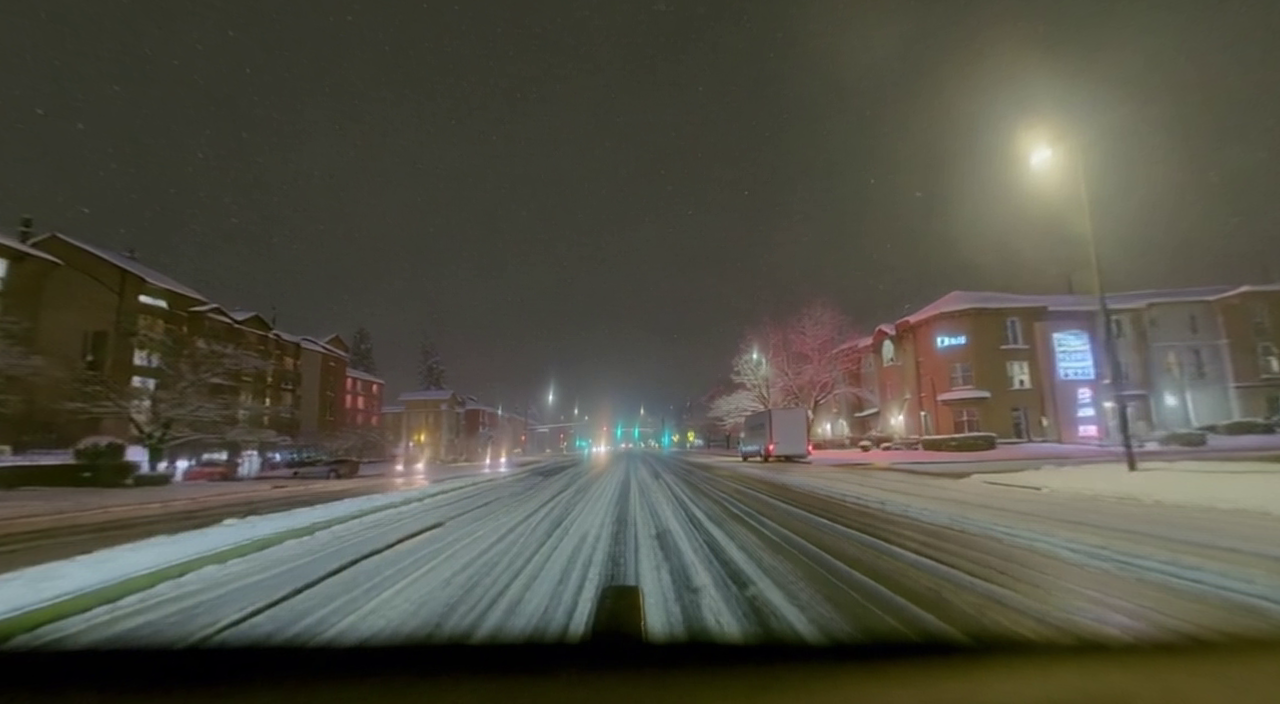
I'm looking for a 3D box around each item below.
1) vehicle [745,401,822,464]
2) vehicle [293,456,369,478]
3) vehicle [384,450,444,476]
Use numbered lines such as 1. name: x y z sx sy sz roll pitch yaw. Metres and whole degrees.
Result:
1. vehicle: 9.628 5.675 43.565 3.174 3.794 9.019 -2 -9 1
2. vehicle: -23.161 8.630 47.577 4.862 1.510 2.027 3 -9 -20
3. vehicle: -14.724 7.343 41.494 1.841 1.543 4.680 -2 -11 6
